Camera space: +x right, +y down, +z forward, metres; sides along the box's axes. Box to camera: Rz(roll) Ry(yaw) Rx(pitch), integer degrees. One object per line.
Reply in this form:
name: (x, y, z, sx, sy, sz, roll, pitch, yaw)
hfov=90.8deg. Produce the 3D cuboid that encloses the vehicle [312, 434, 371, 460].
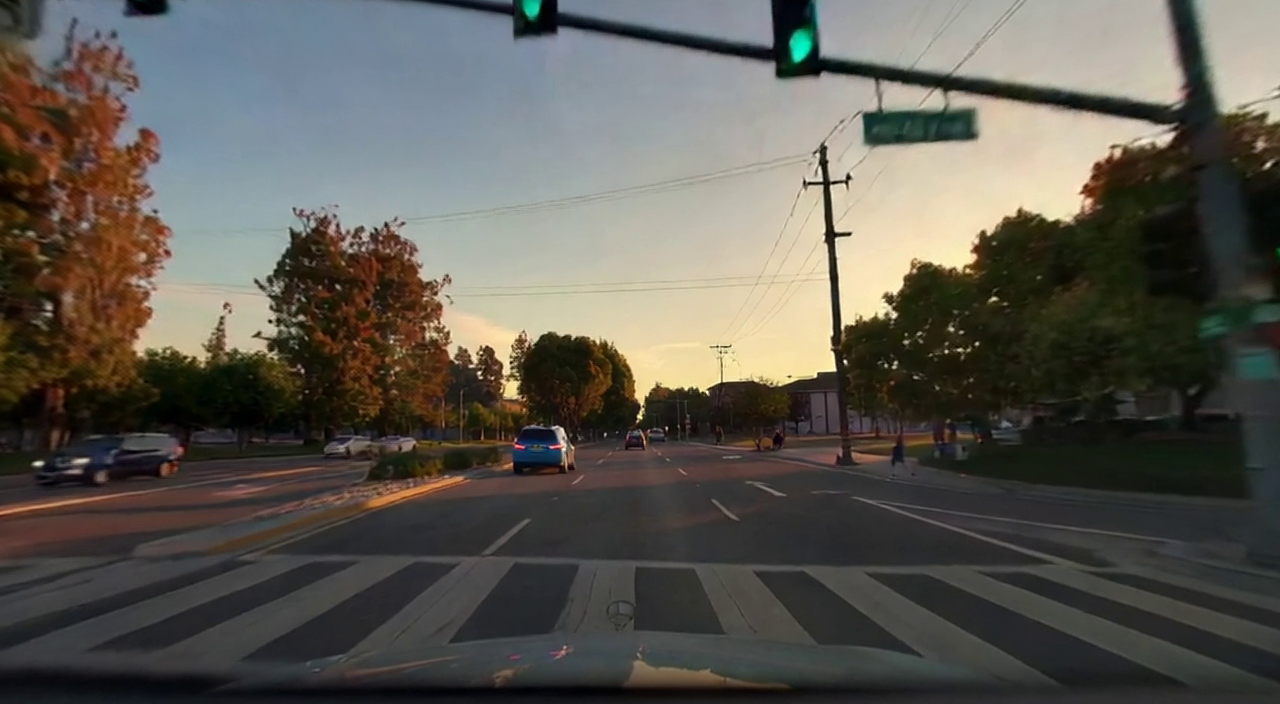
vehicle: (-19.751, 6.308, 42.007, 1.902, 1.625, 4.095, 0, -8, 0)

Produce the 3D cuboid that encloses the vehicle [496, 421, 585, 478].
vehicle: (-3.180, 3.234, 21.150, 2.174, 1.703, 4.231, 0, -8, 1)

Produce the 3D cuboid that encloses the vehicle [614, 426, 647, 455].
vehicle: (-0.657, 5.857, 41.657, 2.077, 1.773, 4.257, 0, -8, -1)

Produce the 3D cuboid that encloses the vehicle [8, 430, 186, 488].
vehicle: (-19.558, 3.838, 23.172, 2.090, 1.868, 4.941, 0, -8, 0)
